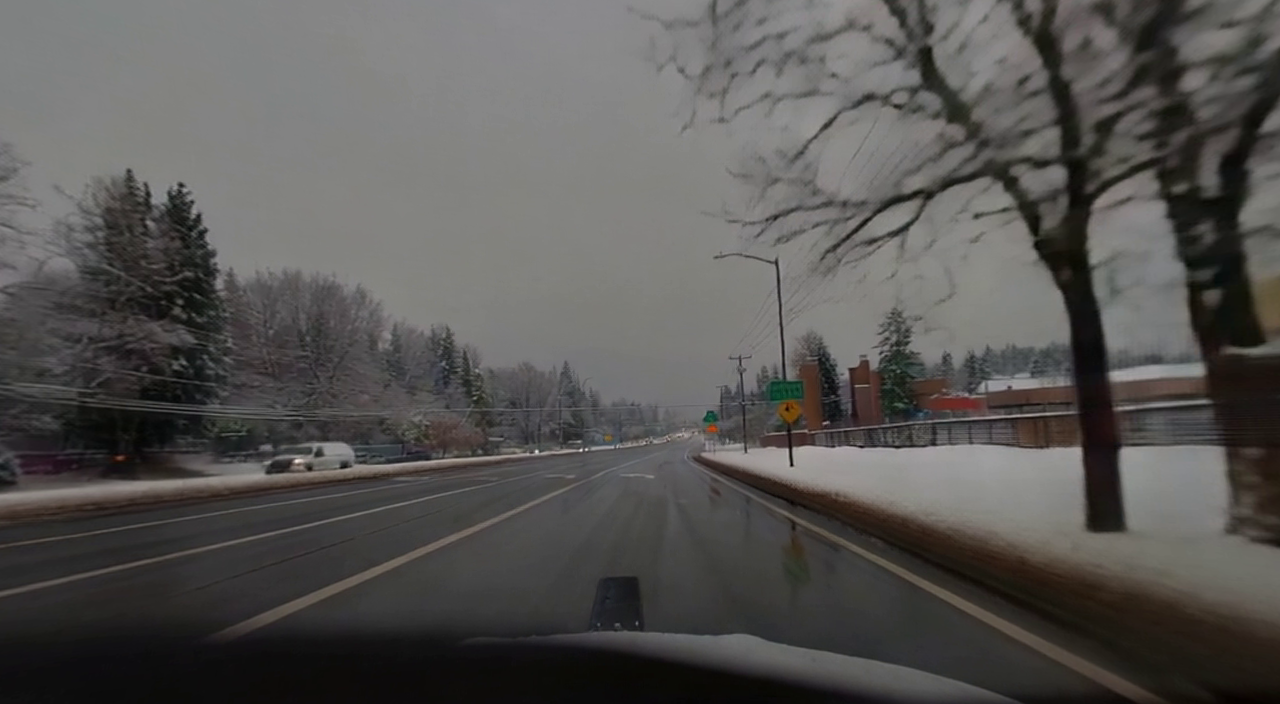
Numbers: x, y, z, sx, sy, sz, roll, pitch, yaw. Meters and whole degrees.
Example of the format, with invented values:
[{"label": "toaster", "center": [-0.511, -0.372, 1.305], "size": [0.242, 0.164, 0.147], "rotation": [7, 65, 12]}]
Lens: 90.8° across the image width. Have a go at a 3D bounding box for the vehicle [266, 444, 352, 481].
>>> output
[{"label": "vehicle", "center": [-16.202, 5.394, 31.189], "size": [1.925, 1.649, 4.009], "rotation": [0, -8, 3]}]
